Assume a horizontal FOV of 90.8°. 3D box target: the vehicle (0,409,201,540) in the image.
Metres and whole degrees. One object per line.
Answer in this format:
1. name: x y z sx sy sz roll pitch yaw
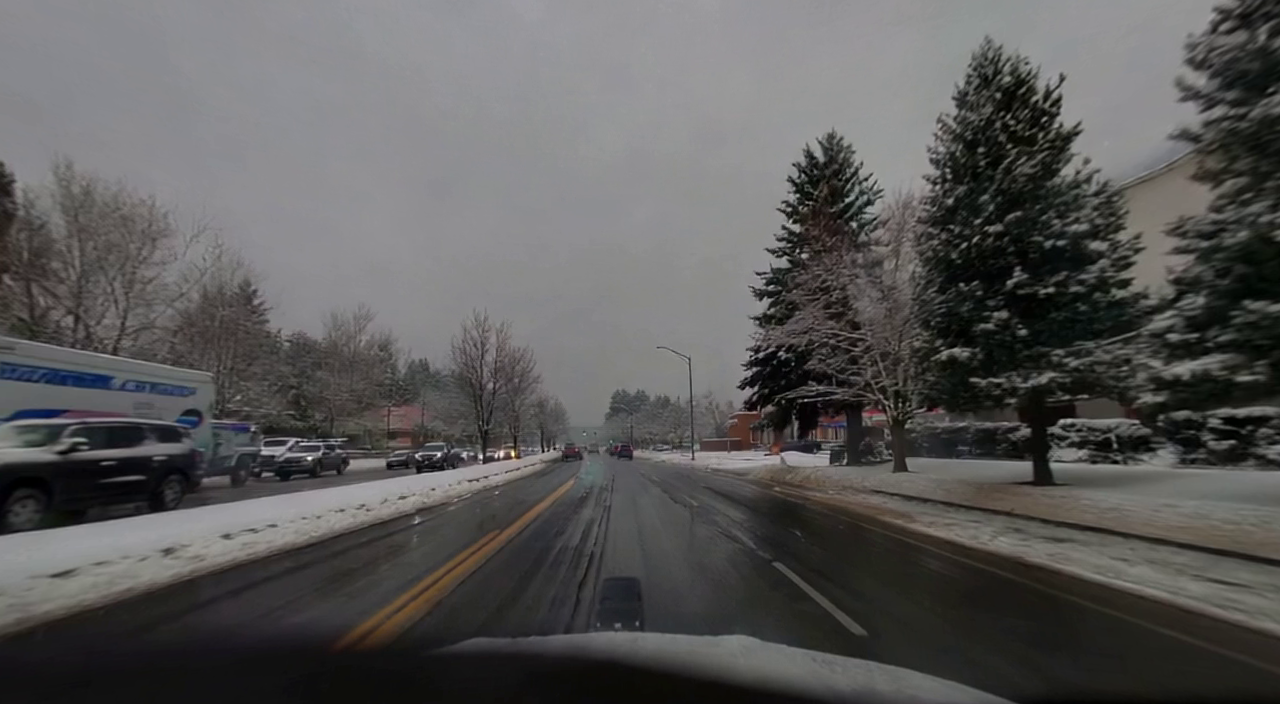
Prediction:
1. vehicle: -11.504 2.245 11.989 2.292 2.096 5.647 0 -8 -1

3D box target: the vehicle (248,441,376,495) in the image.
1. vehicle: -11.510 4.070 22.653 2.134 1.705 4.710 0 -8 -1

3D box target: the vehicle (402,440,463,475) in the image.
1. vehicle: -12.391 6.337 38.124 2.206 1.922 4.968 0 -8 -2
